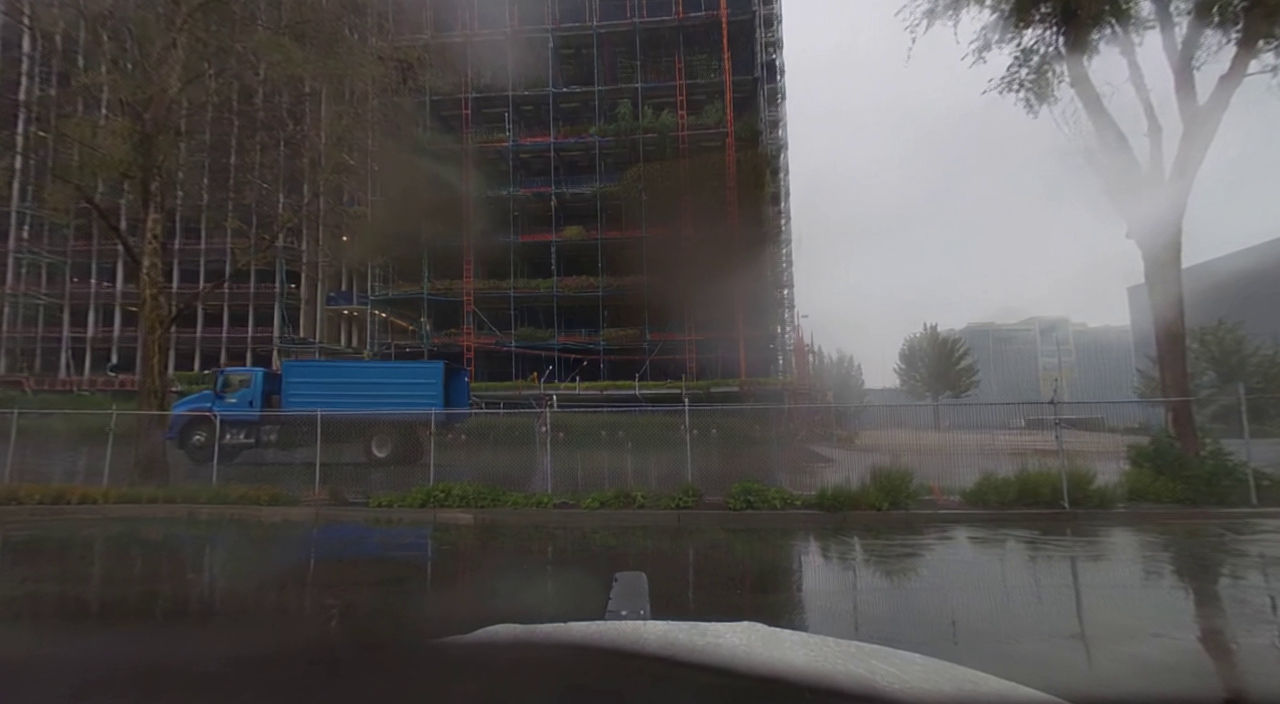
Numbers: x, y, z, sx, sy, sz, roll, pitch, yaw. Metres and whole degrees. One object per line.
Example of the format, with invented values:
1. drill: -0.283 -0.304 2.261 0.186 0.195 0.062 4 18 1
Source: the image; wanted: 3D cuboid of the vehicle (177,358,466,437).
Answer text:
1. vehicle: -17.218 2.676 35.219 14.067 4.099 2.832 1 -9 -7
